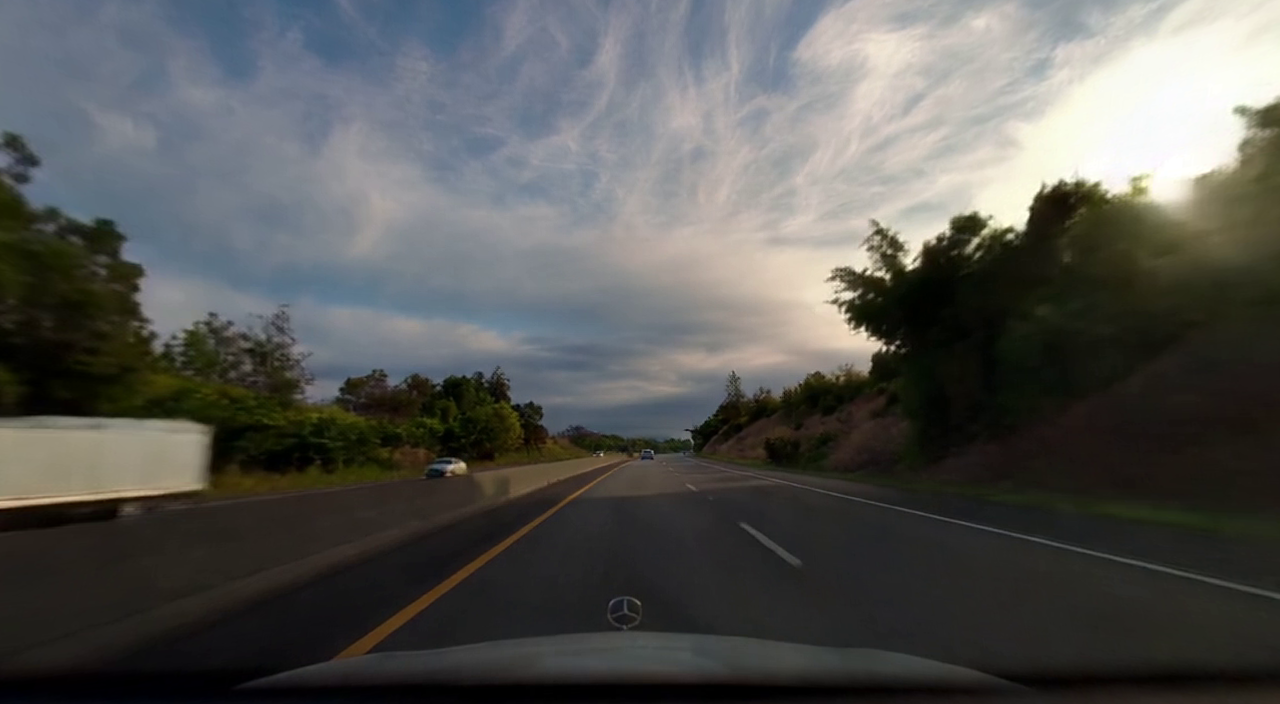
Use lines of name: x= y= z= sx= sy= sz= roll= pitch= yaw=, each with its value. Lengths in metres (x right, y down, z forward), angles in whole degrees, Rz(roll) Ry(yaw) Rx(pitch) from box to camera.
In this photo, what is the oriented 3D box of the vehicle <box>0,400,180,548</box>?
vehicle: x=-12.993 y=2.256 z=11.673 sx=2.714 sy=2.654 sz=8.303 roll=0 pitch=-9 yaw=0
